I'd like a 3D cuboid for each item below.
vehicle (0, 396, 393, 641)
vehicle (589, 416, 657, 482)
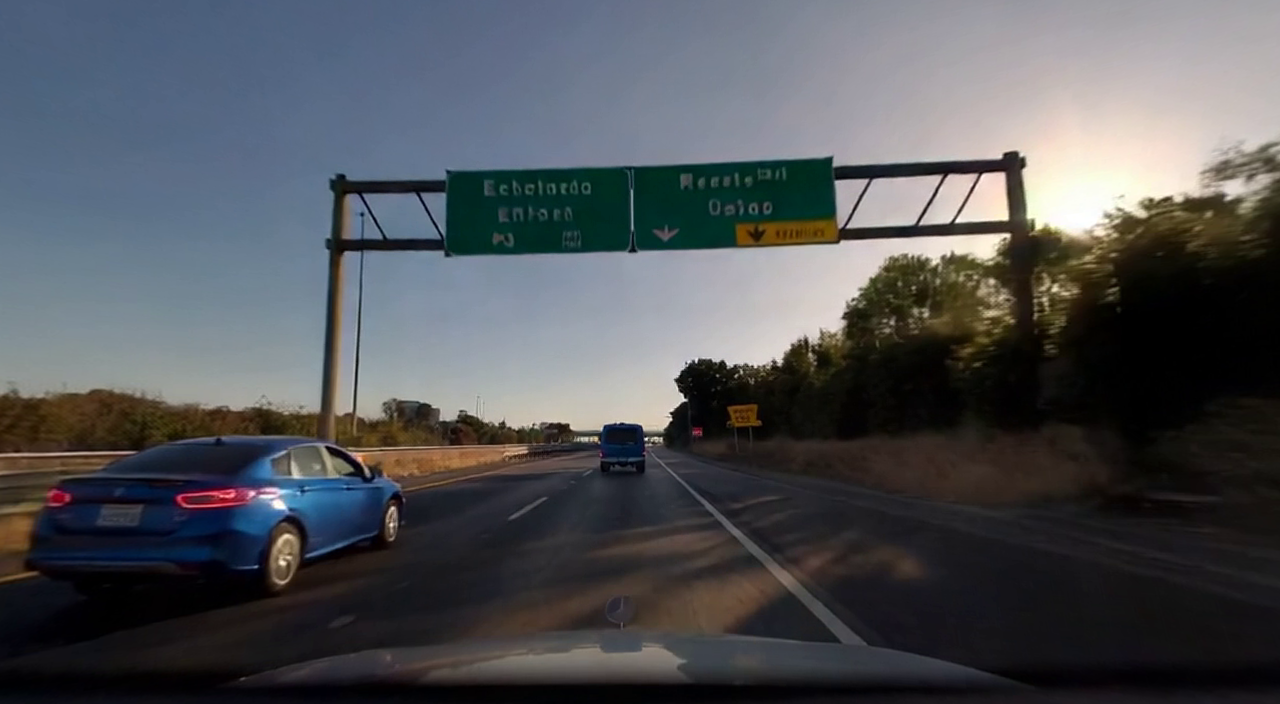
[{"bbox_3d":[-4.552,1.456,6.556,2.198,1.666,4.311,0,-8,0],"label":"vehicle"},{"bbox_3d":[-0.557,3.569,23.393,2.248,2.154,4.892,0,-8,0],"label":"vehicle"}]
